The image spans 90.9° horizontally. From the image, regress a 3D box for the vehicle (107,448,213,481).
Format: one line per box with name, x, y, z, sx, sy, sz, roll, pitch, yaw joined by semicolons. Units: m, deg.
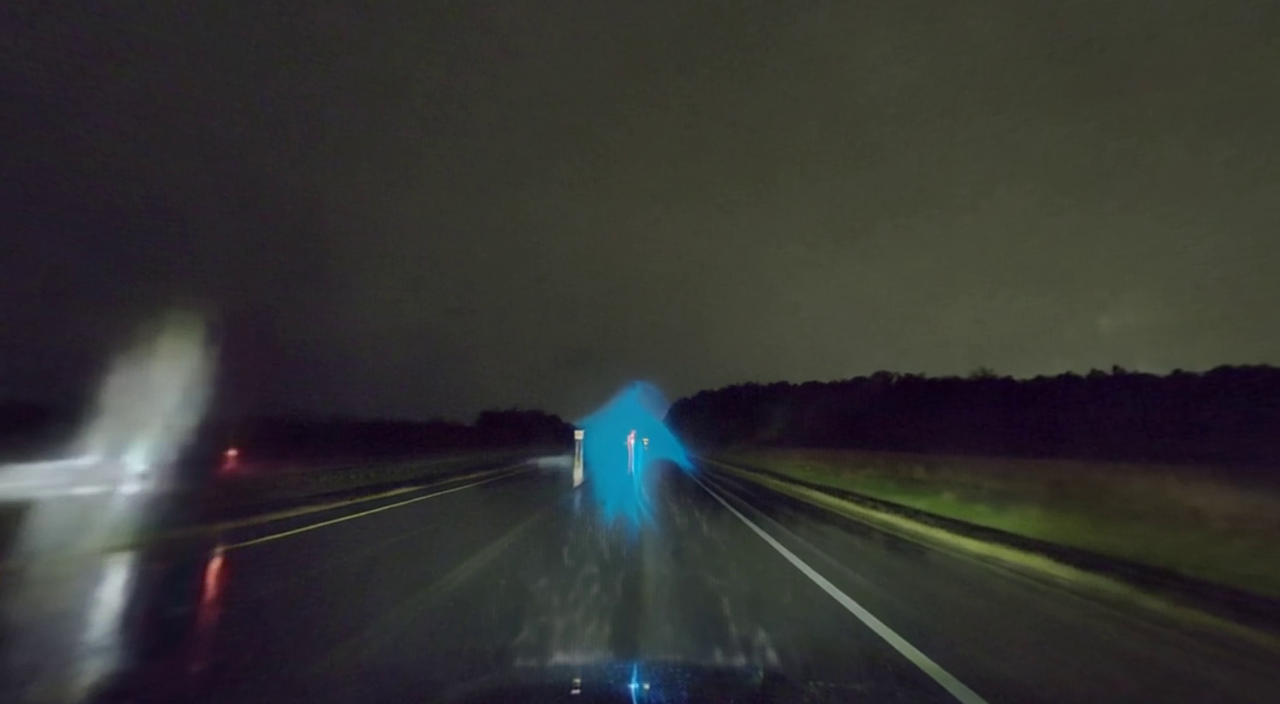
vehicle;-22.050;5.153;29.175;1.834;1.393;3.869;0;-8;0
